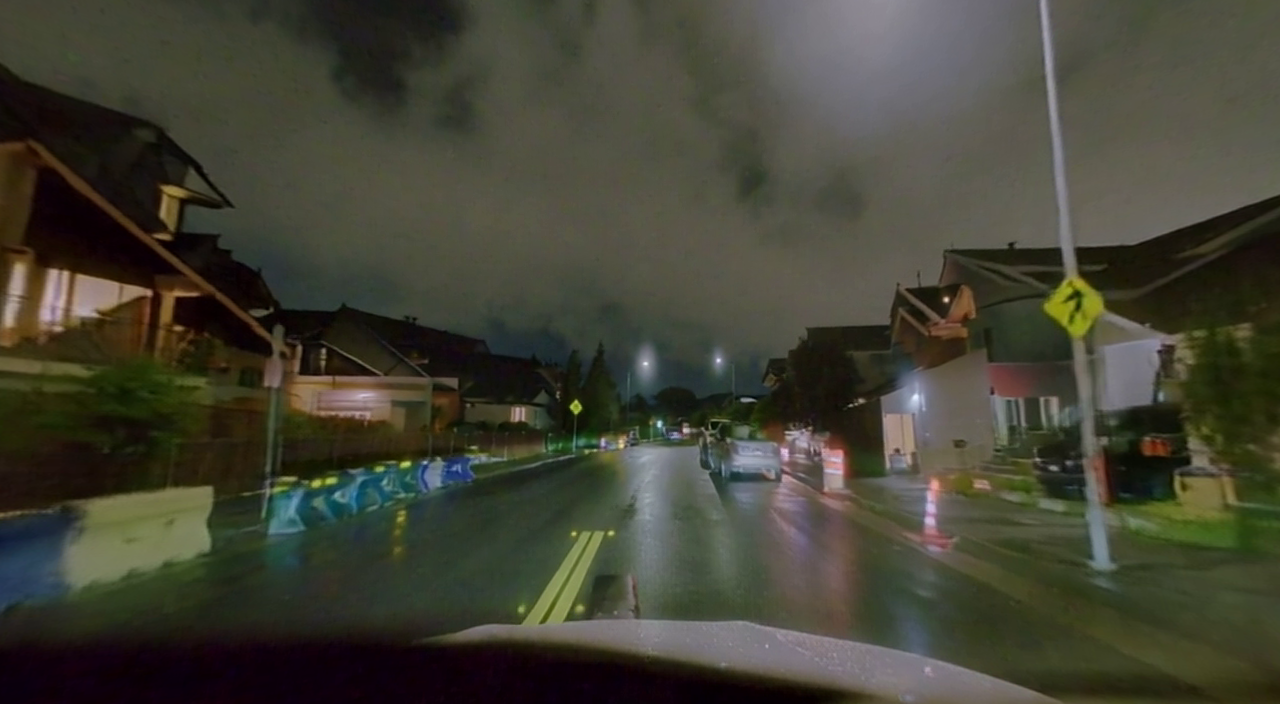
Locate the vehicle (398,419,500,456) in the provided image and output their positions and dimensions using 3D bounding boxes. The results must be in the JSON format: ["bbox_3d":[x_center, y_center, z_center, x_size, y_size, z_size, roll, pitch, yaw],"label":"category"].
[{"bbox_3d":[-9.273,4.172,30.847,4.205,1.745,2.121,-1,-8,6],"label":"vehicle"}]

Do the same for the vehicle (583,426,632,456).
[{"bbox_3d":[-1.673,4.726,33.601,1.972,1.499,4.191,-1,-8,6],"label":"vehicle"}]

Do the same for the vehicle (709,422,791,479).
[{"bbox_3d":[3.113,2.858,18.590,1.998,1.494,3.927,-1,-8,4],"label":"vehicle"}]
